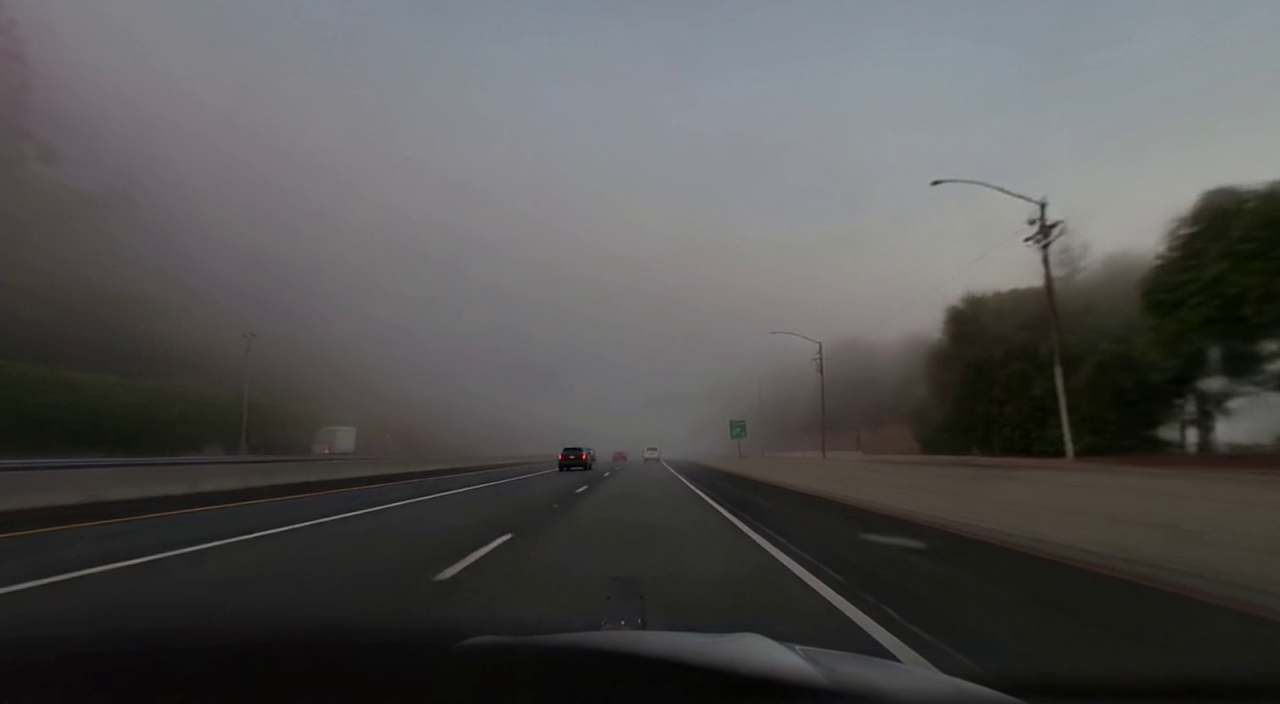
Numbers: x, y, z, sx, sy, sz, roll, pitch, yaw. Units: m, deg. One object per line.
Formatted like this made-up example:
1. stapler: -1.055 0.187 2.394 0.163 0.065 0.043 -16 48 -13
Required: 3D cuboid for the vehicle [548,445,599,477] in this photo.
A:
1. vehicle: -3.630 6.079 35.409 2.263 1.696 4.321 0 -9 2
